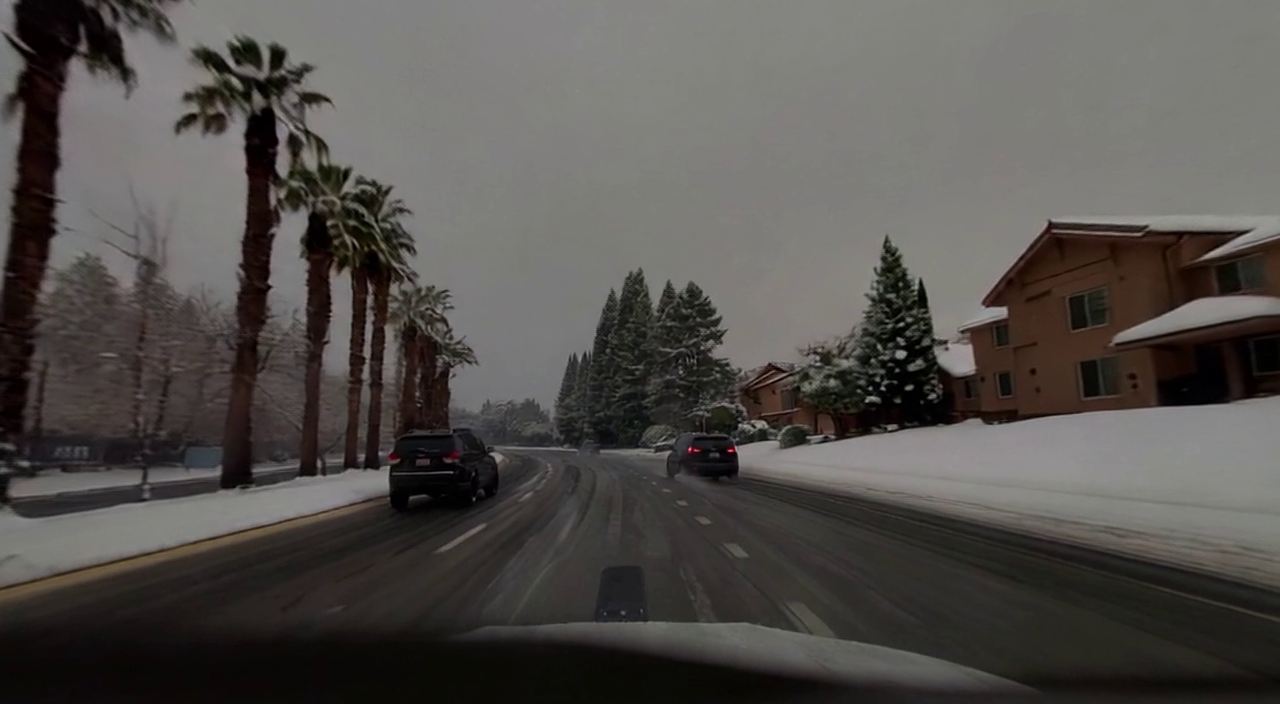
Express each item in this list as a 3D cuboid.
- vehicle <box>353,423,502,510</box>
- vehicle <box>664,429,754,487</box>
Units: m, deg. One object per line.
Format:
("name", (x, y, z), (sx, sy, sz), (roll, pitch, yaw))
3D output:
("vehicle", (-4.915, 2.720, 15.402), (2.150, 1.768, 4.868), (1, -8, -3))
("vehicle", (2.269, 3.683, 22.199), (2.195, 1.804, 4.658), (1, -9, -6))
